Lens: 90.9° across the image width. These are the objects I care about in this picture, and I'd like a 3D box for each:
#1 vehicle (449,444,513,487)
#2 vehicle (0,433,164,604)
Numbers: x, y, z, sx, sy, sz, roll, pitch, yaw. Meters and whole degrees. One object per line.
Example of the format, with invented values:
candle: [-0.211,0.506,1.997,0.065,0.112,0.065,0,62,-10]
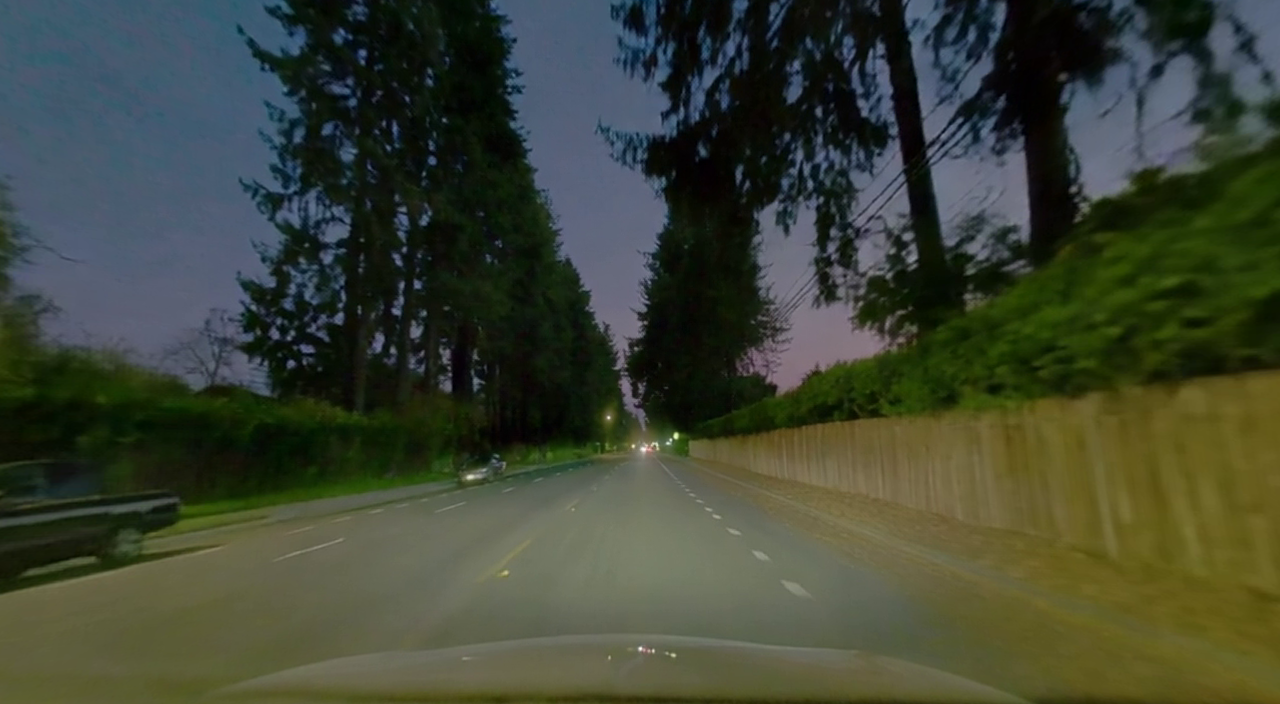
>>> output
vehicle: [-7.625,5.434,30.602,1.945,1.760,4.021,-3,-8,2]
vehicle: [-7.529,1.715,6.246,1.999,1.714,4.517,-3,-8,2]
